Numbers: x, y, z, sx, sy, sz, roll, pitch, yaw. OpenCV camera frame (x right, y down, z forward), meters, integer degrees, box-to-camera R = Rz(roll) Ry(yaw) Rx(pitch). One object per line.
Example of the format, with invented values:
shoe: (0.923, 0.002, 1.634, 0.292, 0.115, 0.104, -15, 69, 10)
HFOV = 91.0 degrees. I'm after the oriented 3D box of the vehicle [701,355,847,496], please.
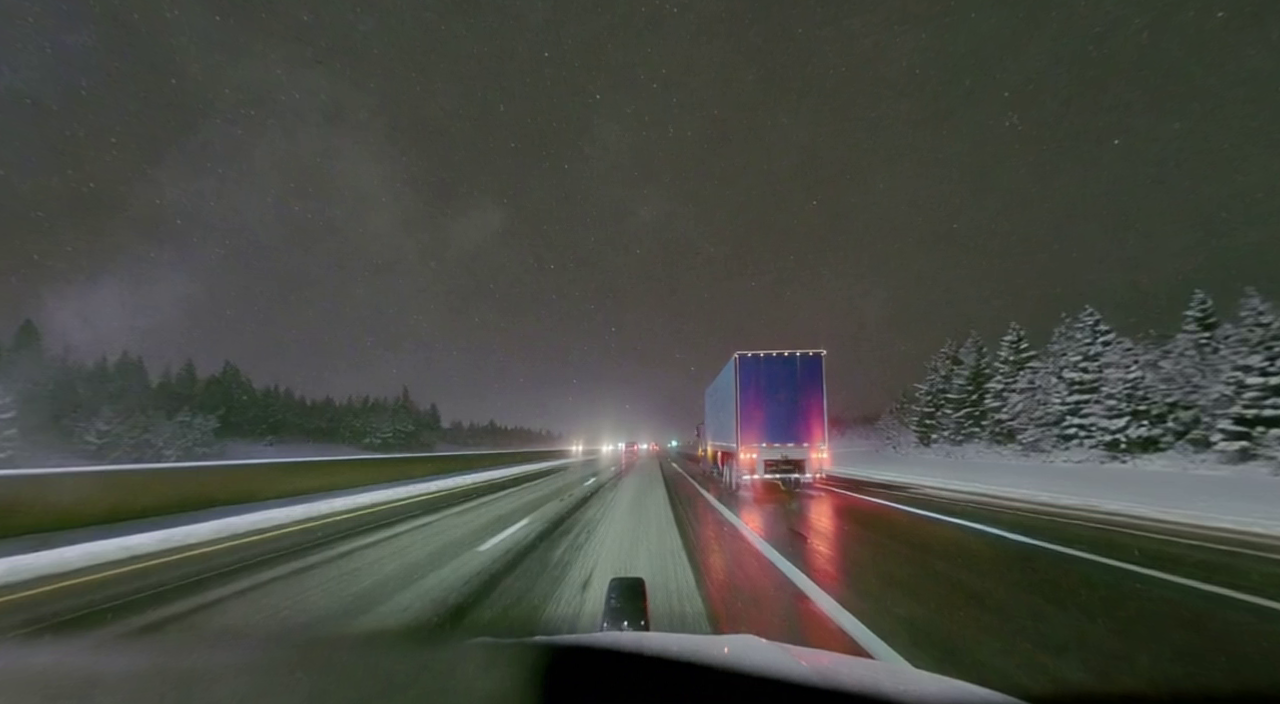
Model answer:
vehicle: (4.126, 2.792, 22.777, 2.870, 3.768, 11.872, 0, -8, 1)
